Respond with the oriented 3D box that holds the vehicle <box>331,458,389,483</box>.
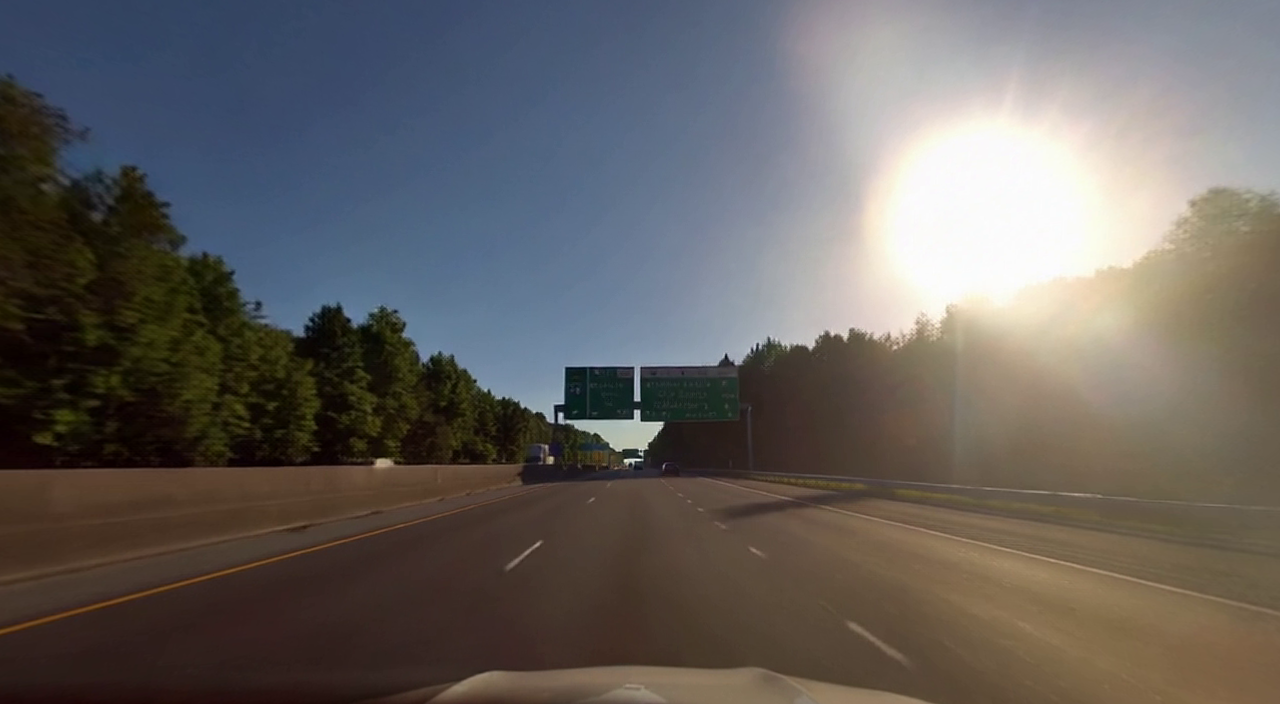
[{"bbox_3d":[-19.130,8.124,43.220,1.905,1.608,4.405,1,-11,0],"label":"vehicle"}]
